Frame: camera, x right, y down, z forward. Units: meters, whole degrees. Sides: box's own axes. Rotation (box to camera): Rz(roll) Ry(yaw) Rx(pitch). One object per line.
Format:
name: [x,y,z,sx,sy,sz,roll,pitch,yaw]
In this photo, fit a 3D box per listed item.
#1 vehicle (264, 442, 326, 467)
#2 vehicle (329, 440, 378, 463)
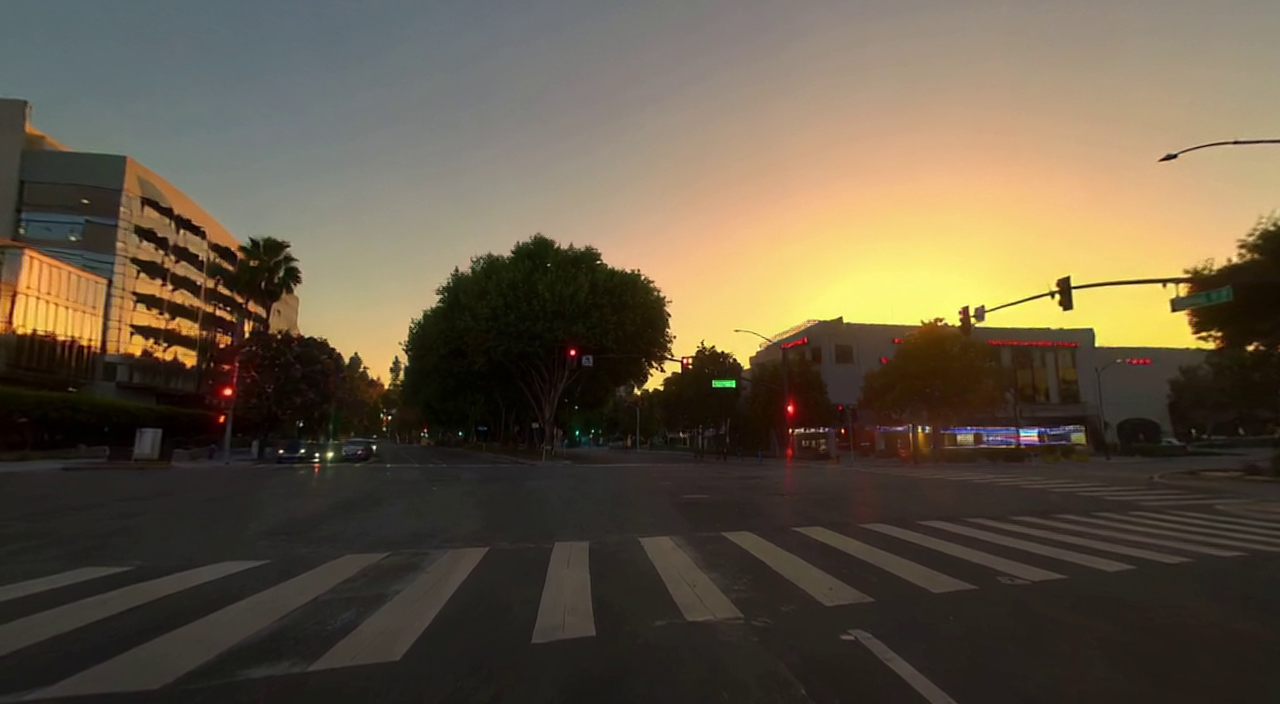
vehicle: [-21.842,6.500,40.202,2.005,1.496,4.020,1,-9,-6]
vehicle: [-22.512,7.830,49.789,2.023,1.706,4.756,1,-9,-6]
